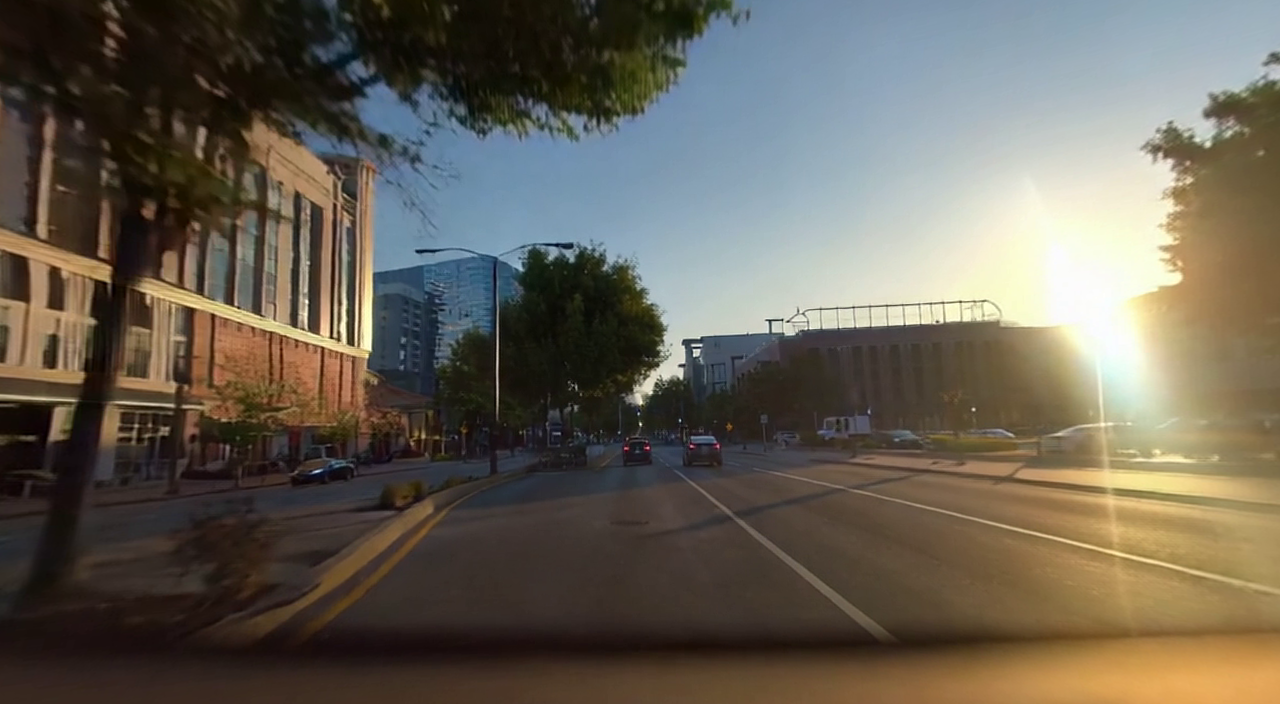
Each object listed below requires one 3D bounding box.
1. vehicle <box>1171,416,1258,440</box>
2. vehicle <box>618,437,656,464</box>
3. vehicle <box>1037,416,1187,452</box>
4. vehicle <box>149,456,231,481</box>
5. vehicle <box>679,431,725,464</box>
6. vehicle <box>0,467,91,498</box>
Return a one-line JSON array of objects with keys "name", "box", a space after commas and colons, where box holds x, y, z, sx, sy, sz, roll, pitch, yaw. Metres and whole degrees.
[{"name": "vehicle", "box": [38.880, 5.219, 42.927, 1.881, 1.476, 4.437, -1, -8, 3]}, {"name": "vehicle", "box": [-0.197, 5.736, 36.916, 2.110, 1.476, 4.294, 0, -8, -1]}, {"name": "vehicle", "box": [20.528, 3.620, 27.630, 4.813, 1.483, 2.129, 0, -8, 0]}, {"name": "vehicle", "box": [-29.891, 7.744, 42.034, 4.033, 1.531, 1.789, 0, -9, -3]}, {"name": "vehicle", "box": [3.329, 5.254, 34.727, 2.100, 1.683, 4.231, 0, -8, 0]}, {"name": "vehicle", "box": [-30.014, 6.436, 31.277, 4.040, 1.389, 1.664, 0, -9, -1]}]
